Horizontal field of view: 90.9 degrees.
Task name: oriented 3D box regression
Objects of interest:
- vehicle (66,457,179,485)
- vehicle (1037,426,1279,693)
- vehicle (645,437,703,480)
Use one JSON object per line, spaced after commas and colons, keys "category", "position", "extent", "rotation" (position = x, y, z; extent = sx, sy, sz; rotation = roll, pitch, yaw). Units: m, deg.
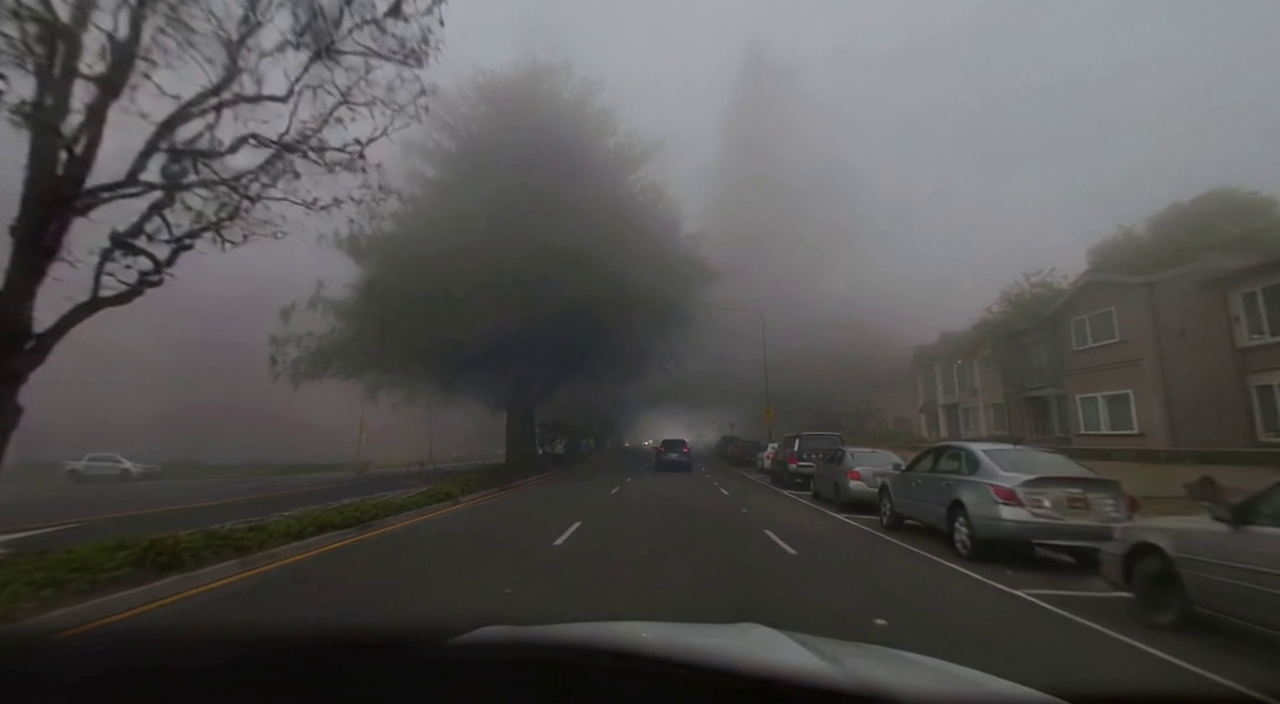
{"category": "vehicle", "position": [-29.537, 6.770, 36.095], "extent": [4.591, 1.468, 1.805], "rotation": [1, -9, -9]}
{"category": "vehicle", "position": [4.454, 1.064, 2.972], "extent": [1.855, 1.445, 4.895], "rotation": [0, -9, -2]}
{"category": "vehicle", "position": [1.284, 4.060, 24.278], "extent": [2.011, 1.480, 4.170], "rotation": [-1, -9, 3]}
